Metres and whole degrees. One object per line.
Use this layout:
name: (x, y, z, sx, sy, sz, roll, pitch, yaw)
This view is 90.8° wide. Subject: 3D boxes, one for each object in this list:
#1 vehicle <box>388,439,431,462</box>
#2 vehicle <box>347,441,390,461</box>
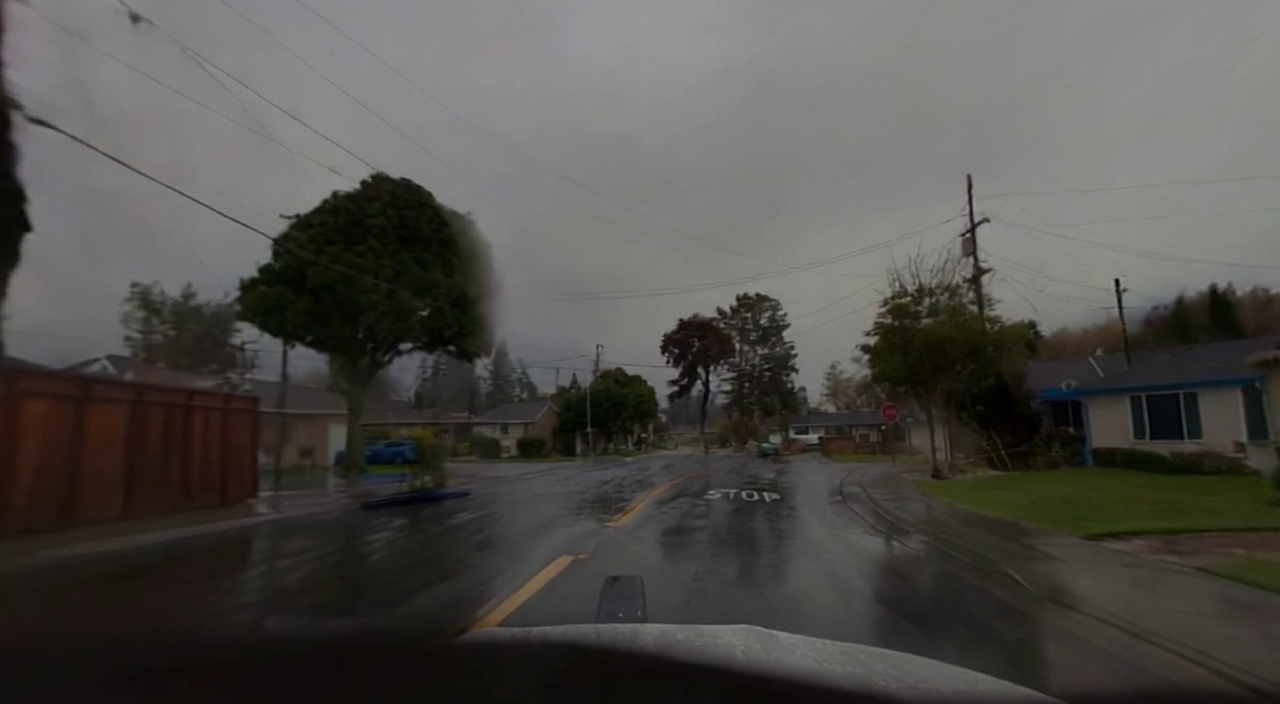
vehicle: (-17.068, 7.324, 46.976, 1.986, 1.639, 4.361, 1, -9, -8)
vehicle: (-20.154, 7.373, 47.029, 1.864, 1.337, 3.943, 3, -8, -7)
